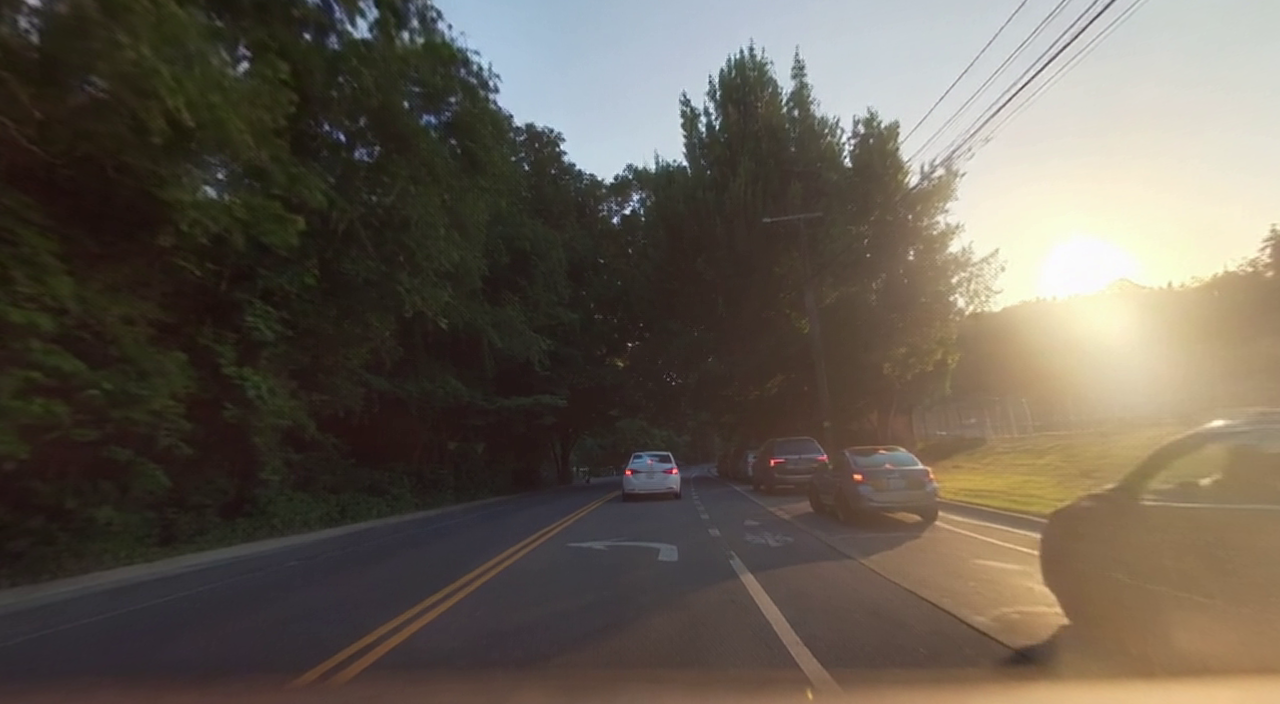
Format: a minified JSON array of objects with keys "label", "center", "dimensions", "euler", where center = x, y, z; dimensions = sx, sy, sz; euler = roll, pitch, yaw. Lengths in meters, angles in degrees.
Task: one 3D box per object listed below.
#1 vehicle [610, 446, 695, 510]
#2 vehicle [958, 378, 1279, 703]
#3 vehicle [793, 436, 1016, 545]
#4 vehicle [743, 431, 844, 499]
[{"label":"vehicle","center":[0.381,3.396,17.498],"dimensions":[2.078,1.521,4.058],"euler":[0,-8,2]},{"label":"vehicle","center":[3.877,1.013,3.334],"dimensions":[1.957,1.629,4.609],"euler":[0,-8,0]},{"label":"vehicle","center":[4.238,2.269,11.153],"dimensions":[1.992,1.469,4.823],"euler":[0,-8,2]},{"label":"vehicle","center":[4.516,3.395,19.354],"dimensions":[2.066,1.804,4.751],"euler":[0,-8,2]}]
